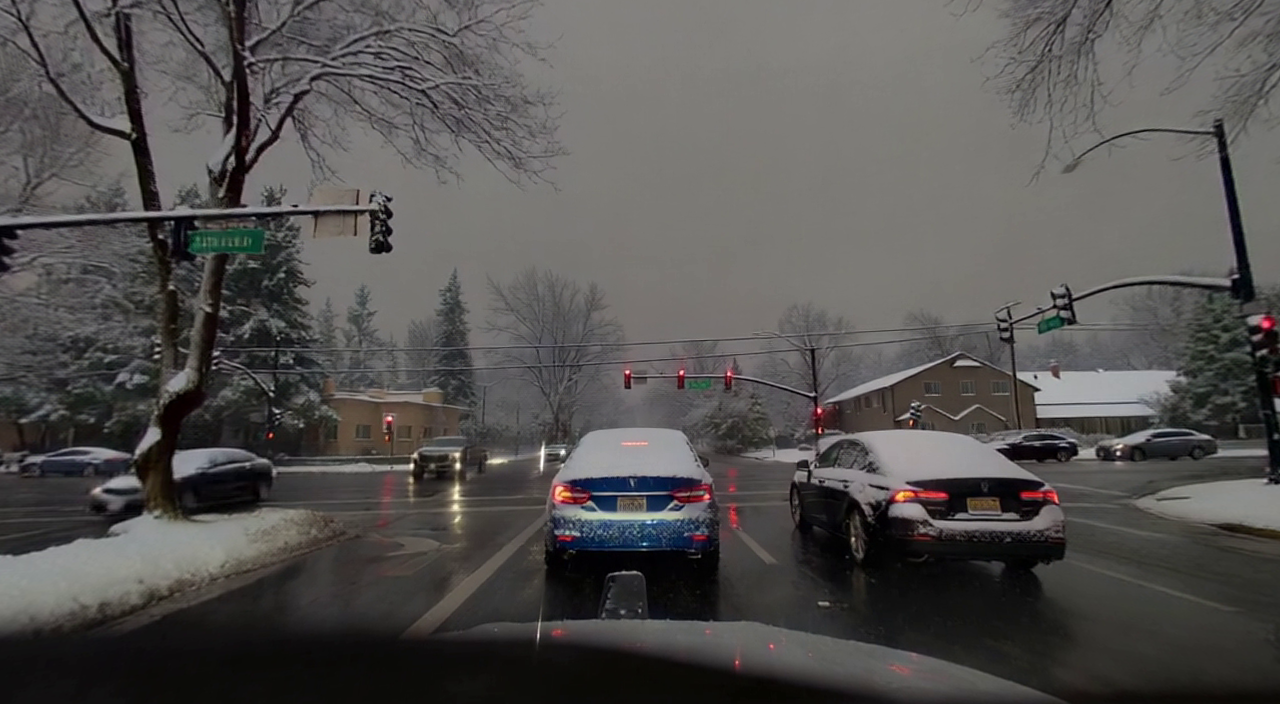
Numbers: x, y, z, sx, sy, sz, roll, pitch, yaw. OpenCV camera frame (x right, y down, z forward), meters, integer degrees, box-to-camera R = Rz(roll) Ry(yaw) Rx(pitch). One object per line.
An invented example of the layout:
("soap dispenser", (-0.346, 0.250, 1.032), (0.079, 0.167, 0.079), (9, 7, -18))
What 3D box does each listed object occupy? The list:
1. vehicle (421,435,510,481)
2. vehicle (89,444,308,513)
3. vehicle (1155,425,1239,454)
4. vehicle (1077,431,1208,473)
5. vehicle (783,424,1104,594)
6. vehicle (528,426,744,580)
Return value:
("vehicle", (-7.441, 4.580, 27.608), (2.383, 1.779, 4.973), (0, -8, 1))
("vehicle", (-11.423, 3.265, 16.973), (2.102, 1.531, 5.072), (-1, -9, 2))
("vehicle", (41.703, 6.580, 47.336), (4.388, 2.079, 1.960), (0, -8, -3))
("vehicle", (23.988, 4.774, 30.286), (4.520, 1.762, 2.005), (-1, -8, -1))
("vehicle", (3.187, 1.714, 7.764), (1.913, 1.505, 4.097), (0, -8, 0))
("vehicle", (-0.054, 1.779, 8.262), (2.103, 1.478, 4.073), (0, -8, -1))
